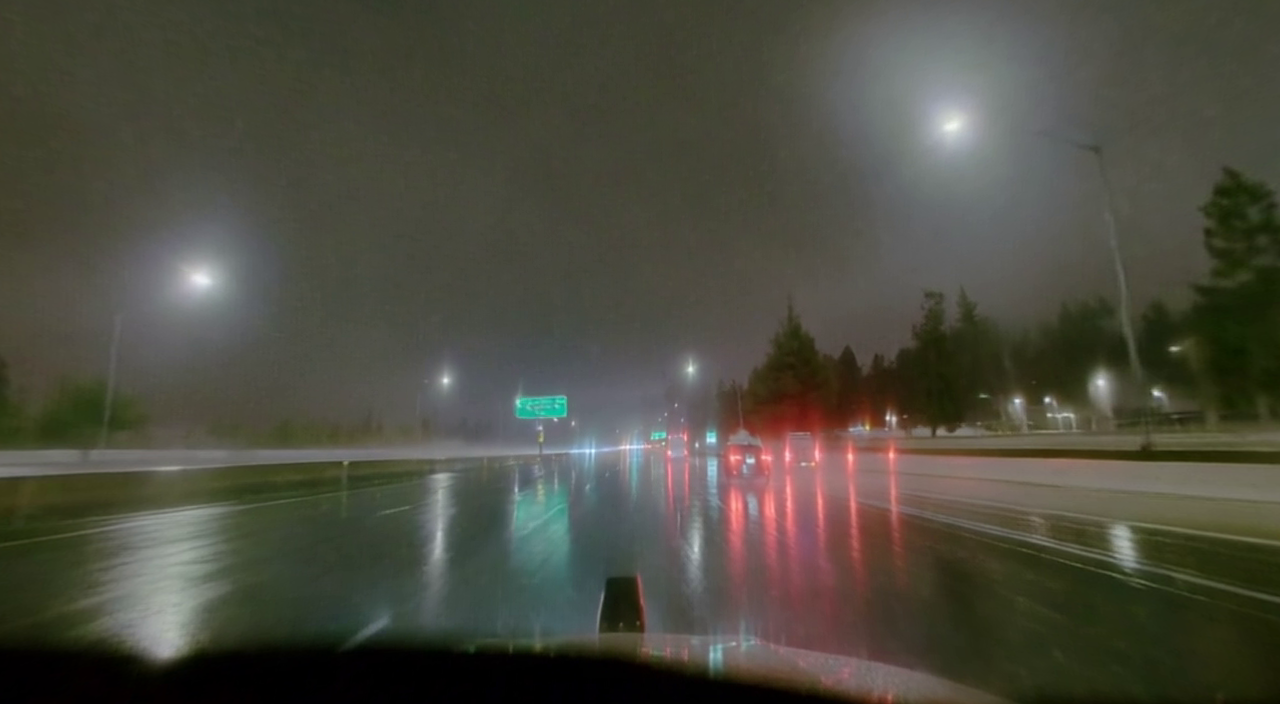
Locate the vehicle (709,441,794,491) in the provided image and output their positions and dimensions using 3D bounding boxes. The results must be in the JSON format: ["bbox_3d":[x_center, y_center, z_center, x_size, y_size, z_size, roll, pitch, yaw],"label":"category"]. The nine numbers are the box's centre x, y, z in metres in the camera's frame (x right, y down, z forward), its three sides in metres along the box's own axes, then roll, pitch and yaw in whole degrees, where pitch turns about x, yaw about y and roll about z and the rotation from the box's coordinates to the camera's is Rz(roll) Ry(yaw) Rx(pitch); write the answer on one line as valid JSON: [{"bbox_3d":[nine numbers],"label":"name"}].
[{"bbox_3d":[3.645,3.830,21.456,2.033,1.501,4.398,0,-9,-1],"label":"vehicle"}]
